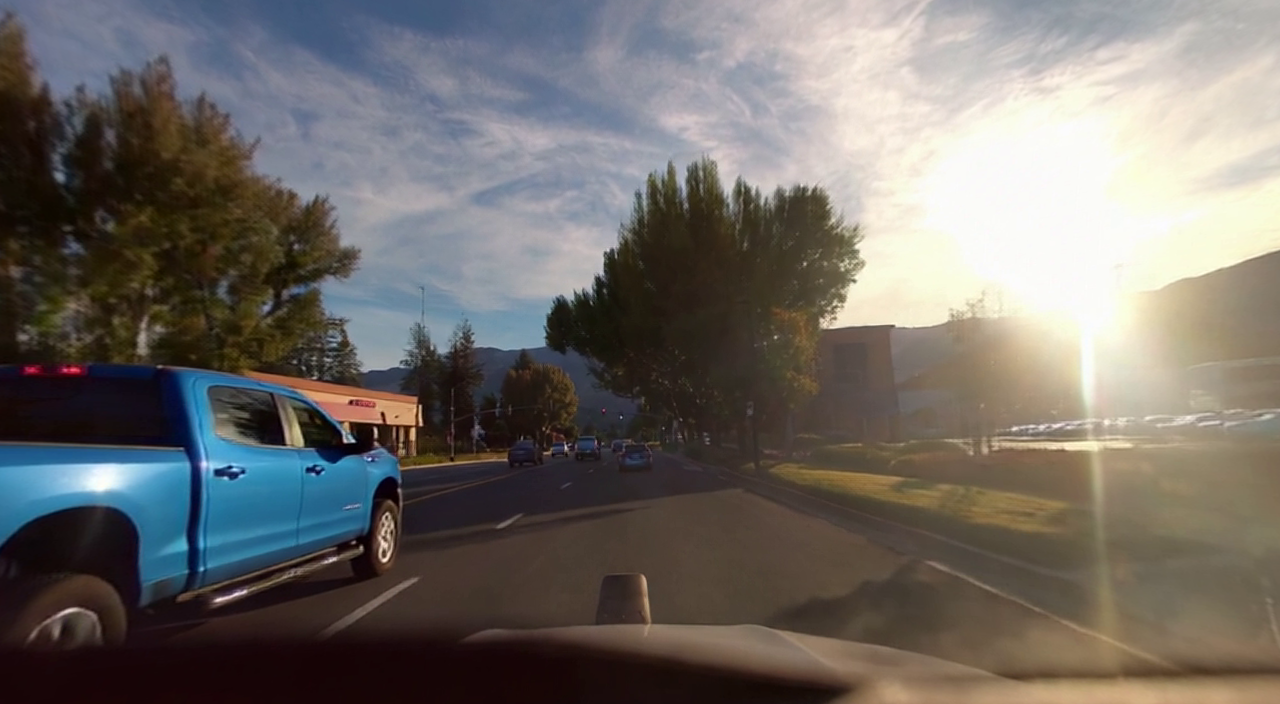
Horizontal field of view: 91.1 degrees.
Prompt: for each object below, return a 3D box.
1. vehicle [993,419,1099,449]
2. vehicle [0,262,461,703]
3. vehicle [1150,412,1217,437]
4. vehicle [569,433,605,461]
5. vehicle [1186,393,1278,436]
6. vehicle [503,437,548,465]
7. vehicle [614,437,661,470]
[{"bbox_3d":[22.751,4.666,35.426,4.767,1.443,1.978,-7,-11,28],"label":"vehicle"},{"bbox_3d":[-3.621,0.981,4.233,2.552,2.079,6.810,0,-8,2],"label":"vehicle"},{"bbox_3d":[39.676,5.341,45.813,4.665,1.645,2.163,5,-10,-30],"label":"vehicle"},{"bbox_3d":[-3.923,7.207,47.497,2.243,1.976,4.514,0,-8,1],"label":"vehicle"},{"bbox_3d":[34.785,3.702,36.854,5.297,2.323,2.378,3,-9,-31],"label":"vehicle"},{"bbox_3d":[-8.043,7.015,44.619,2.146,1.788,5.153,0,-8,1],"label":"vehicle"},{"bbox_3d":[-0.122,5.036,31.344,2.191,1.530,4.470,0,-8,0],"label":"vehicle"}]
